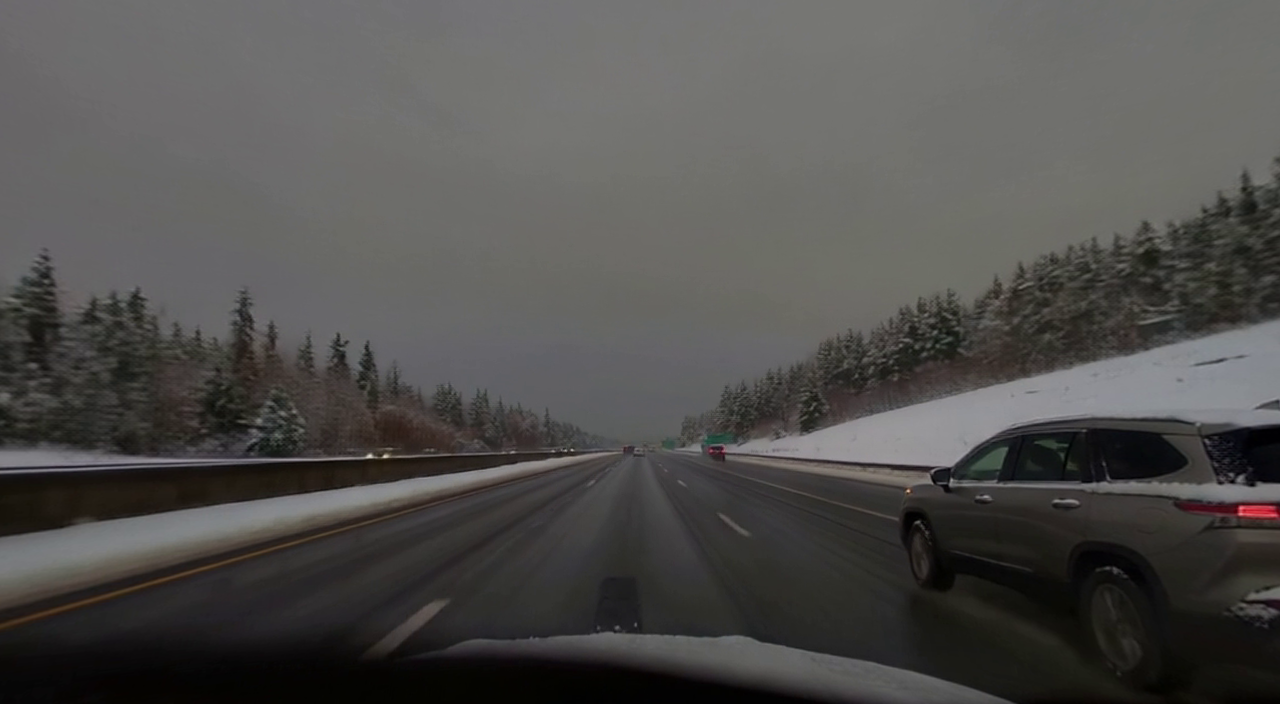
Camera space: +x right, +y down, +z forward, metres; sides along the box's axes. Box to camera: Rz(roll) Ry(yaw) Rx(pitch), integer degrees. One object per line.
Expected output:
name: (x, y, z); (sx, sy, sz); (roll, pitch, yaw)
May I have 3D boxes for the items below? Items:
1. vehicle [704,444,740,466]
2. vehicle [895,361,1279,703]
vehicle: (6.422, 8.149, 49.570); (2.006, 1.652, 4.417); (0, -9, -3)
vehicle: (3.491, 1.156, 4.163); (1.784, 1.733, 4.141); (0, -9, -1)
